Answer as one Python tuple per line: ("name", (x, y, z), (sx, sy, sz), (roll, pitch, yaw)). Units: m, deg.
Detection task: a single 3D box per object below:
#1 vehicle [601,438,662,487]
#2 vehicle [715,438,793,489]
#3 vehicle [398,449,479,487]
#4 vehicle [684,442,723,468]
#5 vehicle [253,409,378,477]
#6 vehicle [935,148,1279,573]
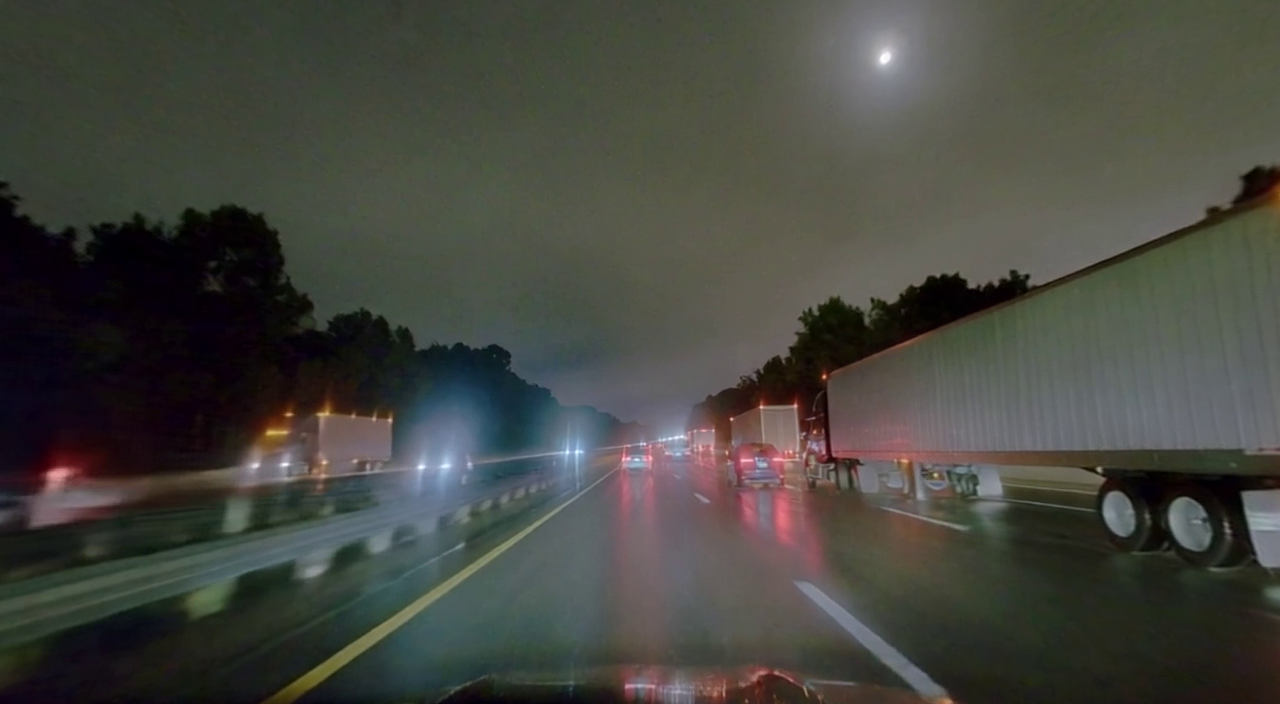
("vehicle", (-0.272, 3.980, 22.892), (2.023, 1.618, 3.628), (0, -9, 0))
("vehicle", (3.799, 3.801, 21.762), (1.920, 1.594, 3.867), (0, -9, 0))
("vehicle", (-8.040, 4.644, 25.550), (2.002, 1.433, 3.694), (0, -9, 2))
("vehicle", (4.225, 6.933, 42.483), (2.150, 1.632, 4.260), (0, -9, 0))
("vehicle", (-19.178, 5.541, 38.048), (2.870, 3.622, 8.269), (0, -9, 2))
("vehicle", (7.604, 0.487, 8.727), (2.823, 4.063, 8.485), (0, -9, 0))
